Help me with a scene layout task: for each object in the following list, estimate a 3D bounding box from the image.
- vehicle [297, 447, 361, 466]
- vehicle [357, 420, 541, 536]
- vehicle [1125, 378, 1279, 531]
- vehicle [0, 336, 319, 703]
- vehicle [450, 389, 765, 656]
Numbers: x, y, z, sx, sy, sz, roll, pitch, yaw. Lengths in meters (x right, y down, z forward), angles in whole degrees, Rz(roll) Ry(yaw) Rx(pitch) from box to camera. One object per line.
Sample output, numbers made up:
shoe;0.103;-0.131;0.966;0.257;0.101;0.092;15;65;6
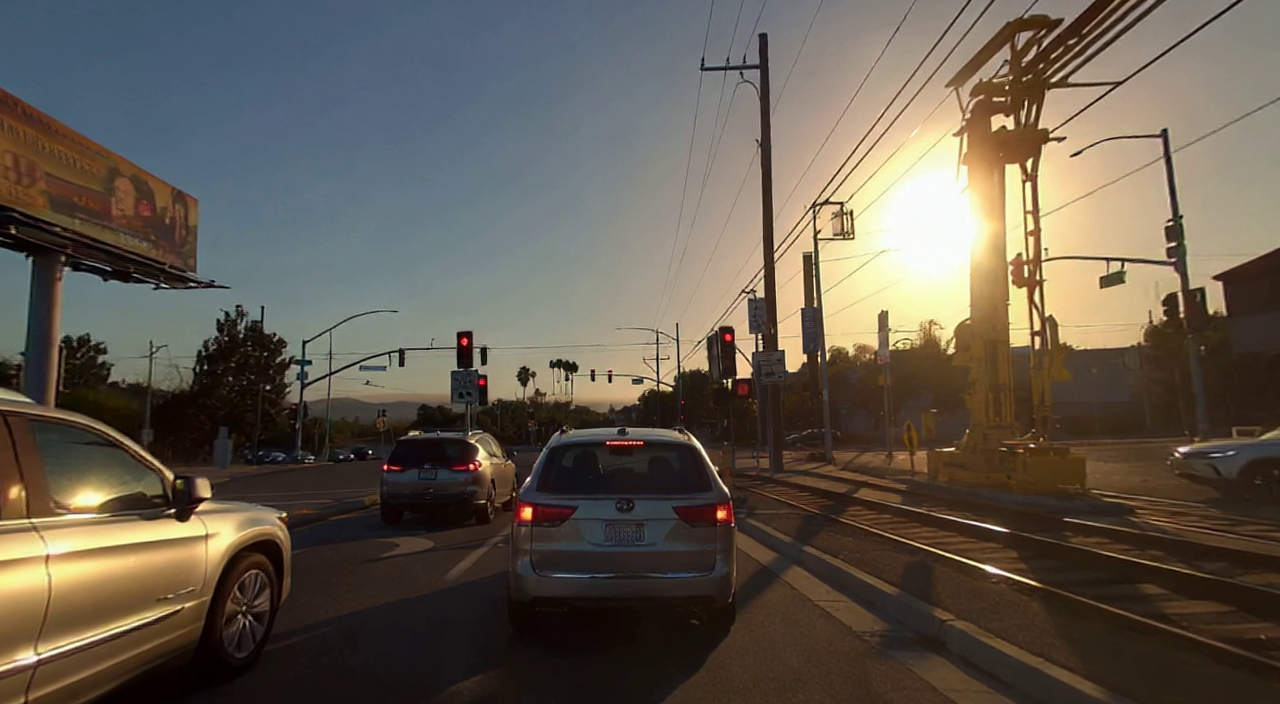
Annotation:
vehicle;-24.162;8.096;49.087;4.357;1.444;1.842;-3;-9;19
vehicle;-3.146;2.184;11.507;1.988;1.678;4.317;0;-9;0
vehicle;9.614;1.312;8.186;5.060;1.702;2.033;1;-9;-4
vehicle;-3.930;0.875;3.055;2.052;1.814;5.184;0;-9;-1
vehicle;-0.206;1.377;5.986;2.025;1.723;3.644;0;-9;0
